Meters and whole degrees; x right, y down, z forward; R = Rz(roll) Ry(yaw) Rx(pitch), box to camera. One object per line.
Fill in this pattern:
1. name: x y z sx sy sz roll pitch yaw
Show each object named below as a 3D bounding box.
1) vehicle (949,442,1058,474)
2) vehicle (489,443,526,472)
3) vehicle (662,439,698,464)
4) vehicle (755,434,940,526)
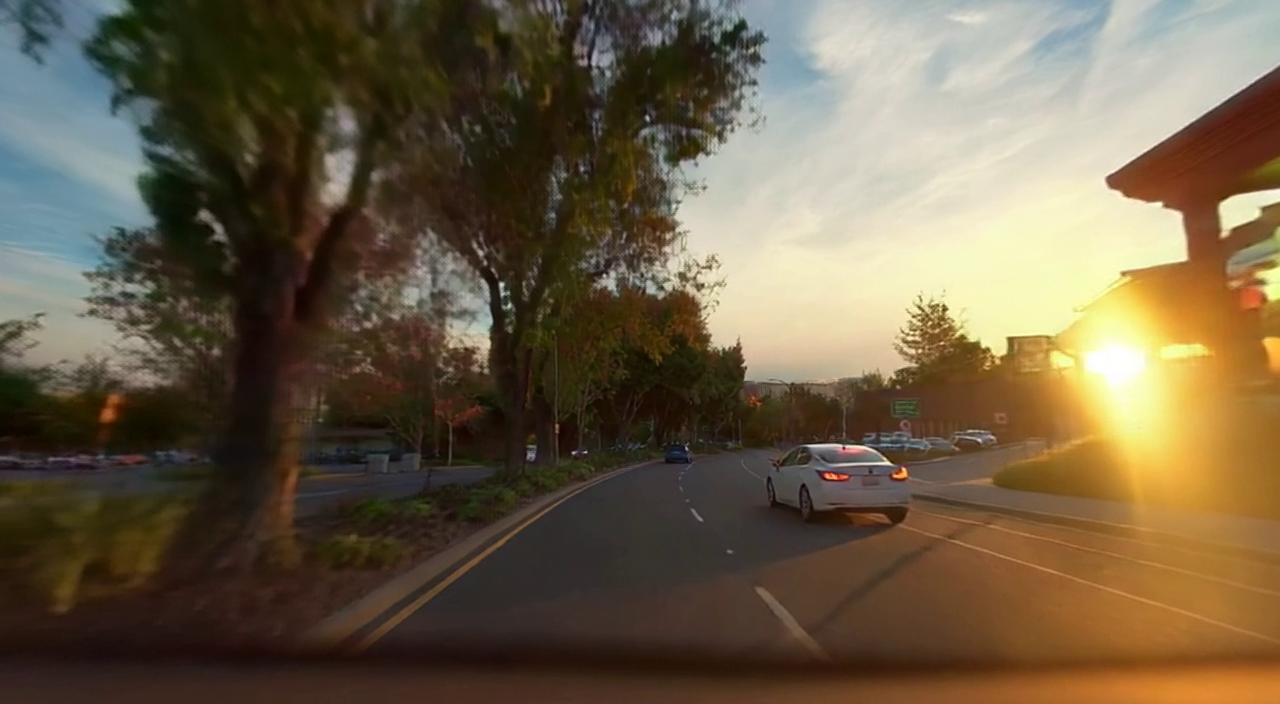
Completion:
1. vehicle: 18.083 5.258 31.471 4.652 1.471 1.850 2 -9 -15
2. vehicle: -8.463 6.640 40.042 2.045 1.689 4.545 2 -9 -14
3. vehicle: 2.943 7.191 45.678 2.123 1.703 4.292 -2 -9 9
4. vehicle: 3.852 2.469 12.862 2.132 1.497 4.827 0 -9 0
